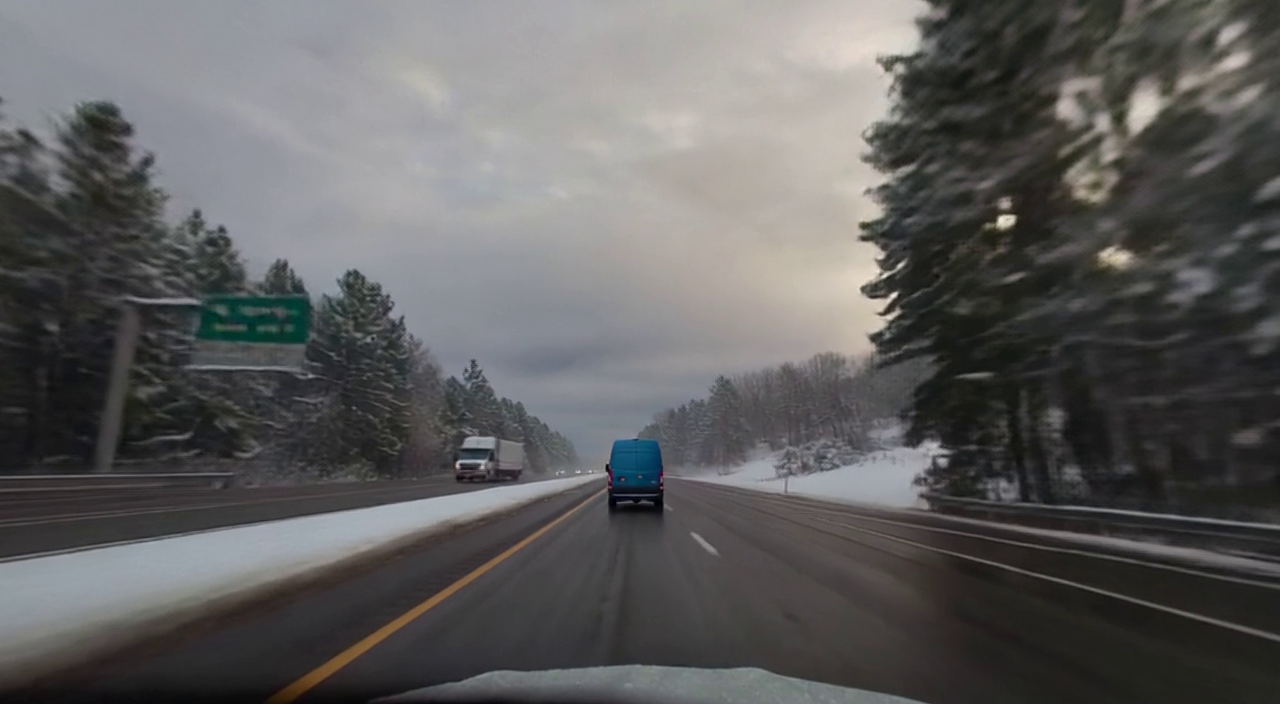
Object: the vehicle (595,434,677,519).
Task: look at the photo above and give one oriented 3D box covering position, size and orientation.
[{"bbox_3d":[-0.246,4.206,21.589,2.375,2.432,6.161,1,-10,-3],"label":"vehicle"}]
